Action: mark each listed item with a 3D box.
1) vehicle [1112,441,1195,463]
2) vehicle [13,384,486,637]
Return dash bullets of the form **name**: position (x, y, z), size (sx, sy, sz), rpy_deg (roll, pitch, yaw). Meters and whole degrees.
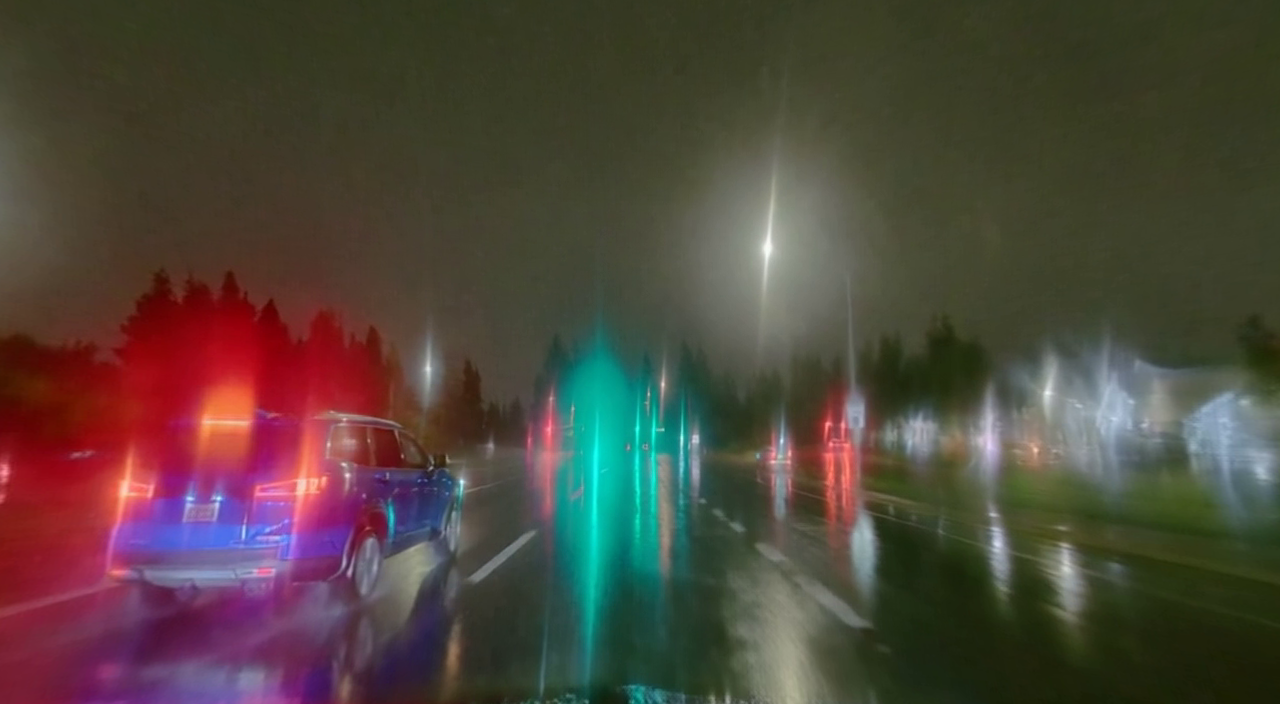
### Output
- **vehicle**: position (37.471, 7.308, 45.993), size (4.447, 1.464, 1.793), rpy_deg (1, -9, 0)
- **vehicle**: position (-3.216, 1.417, 6.605), size (2.033, 1.713, 4.503), rpy_deg (0, -9, 0)
